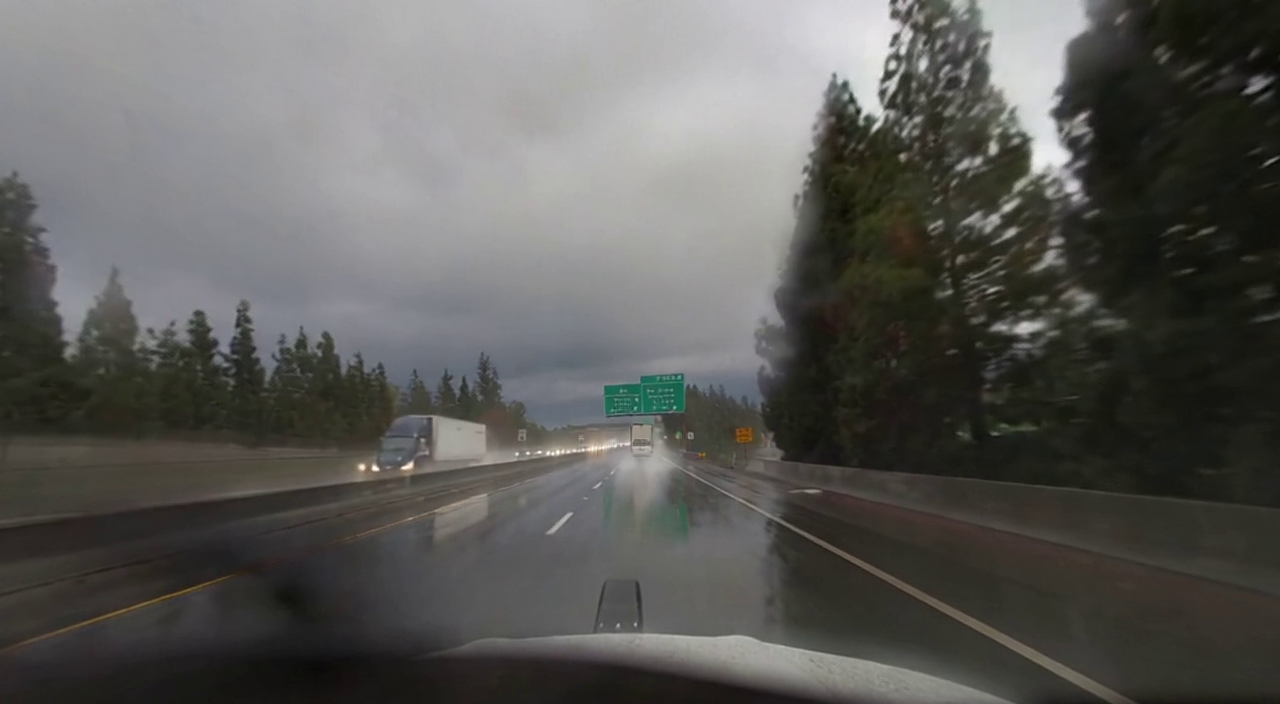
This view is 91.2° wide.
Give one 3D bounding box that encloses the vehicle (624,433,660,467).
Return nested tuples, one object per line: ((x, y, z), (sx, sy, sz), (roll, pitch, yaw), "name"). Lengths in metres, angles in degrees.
((0.155, 6.523, 41.686), (2.268, 2.122, 4.595), (-1, -9, 1), "vehicle")

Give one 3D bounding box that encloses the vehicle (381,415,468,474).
((-16.186, 7.090, 48.103), (3.002, 4.004, 10.140), (-1, -9, 0), "vehicle")
